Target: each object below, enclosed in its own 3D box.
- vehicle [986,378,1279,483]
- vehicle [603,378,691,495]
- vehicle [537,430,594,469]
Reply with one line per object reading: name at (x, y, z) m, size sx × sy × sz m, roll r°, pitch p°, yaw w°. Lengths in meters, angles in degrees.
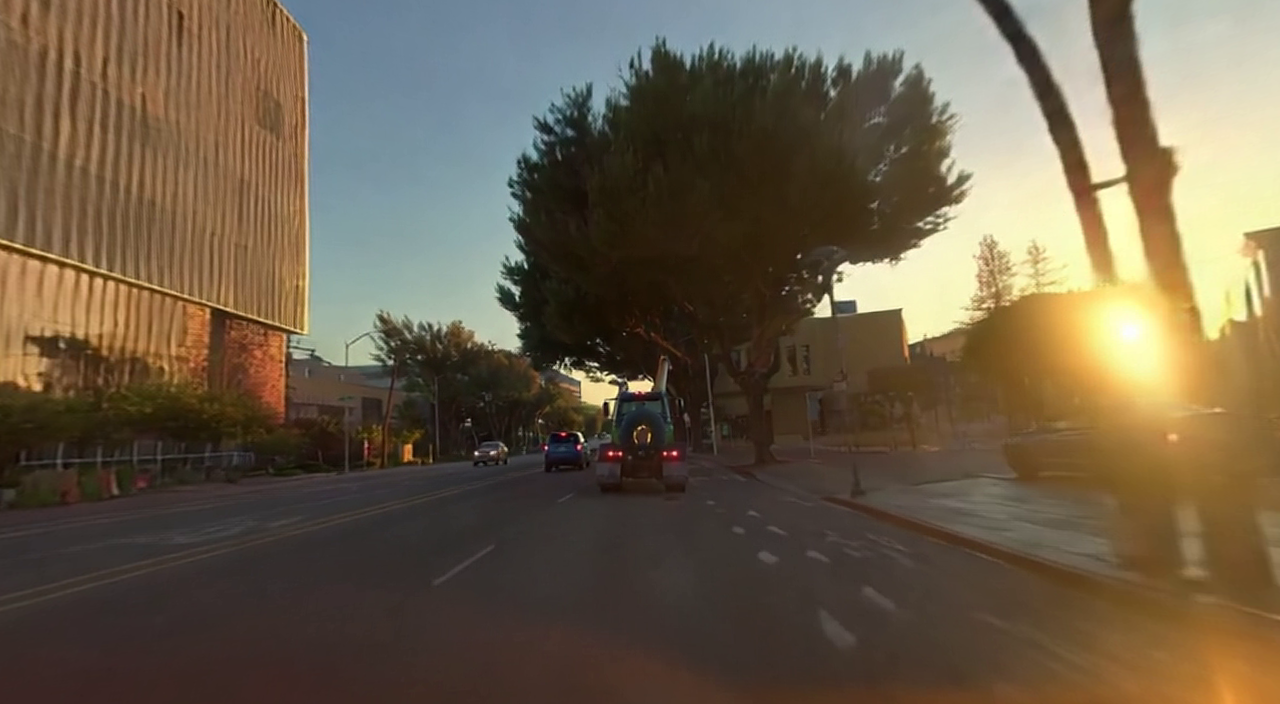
vehicle at (10.190, 1.707, 13.568) m, size 2.186 × 1.783 × 4.716 m, roll -1°, pitch -8°, yaw -10°
vehicle at (0.080, 3.286, 24.567) m, size 2.552 × 3.461 × 11.044 m, roll -1°, pitch -8°, yaw -1°
vehicle at (-3.431, 4.601, 29.835) m, size 2.081 × 1.688 × 4.235 m, roll -1°, pitch -8°, yaw 1°
